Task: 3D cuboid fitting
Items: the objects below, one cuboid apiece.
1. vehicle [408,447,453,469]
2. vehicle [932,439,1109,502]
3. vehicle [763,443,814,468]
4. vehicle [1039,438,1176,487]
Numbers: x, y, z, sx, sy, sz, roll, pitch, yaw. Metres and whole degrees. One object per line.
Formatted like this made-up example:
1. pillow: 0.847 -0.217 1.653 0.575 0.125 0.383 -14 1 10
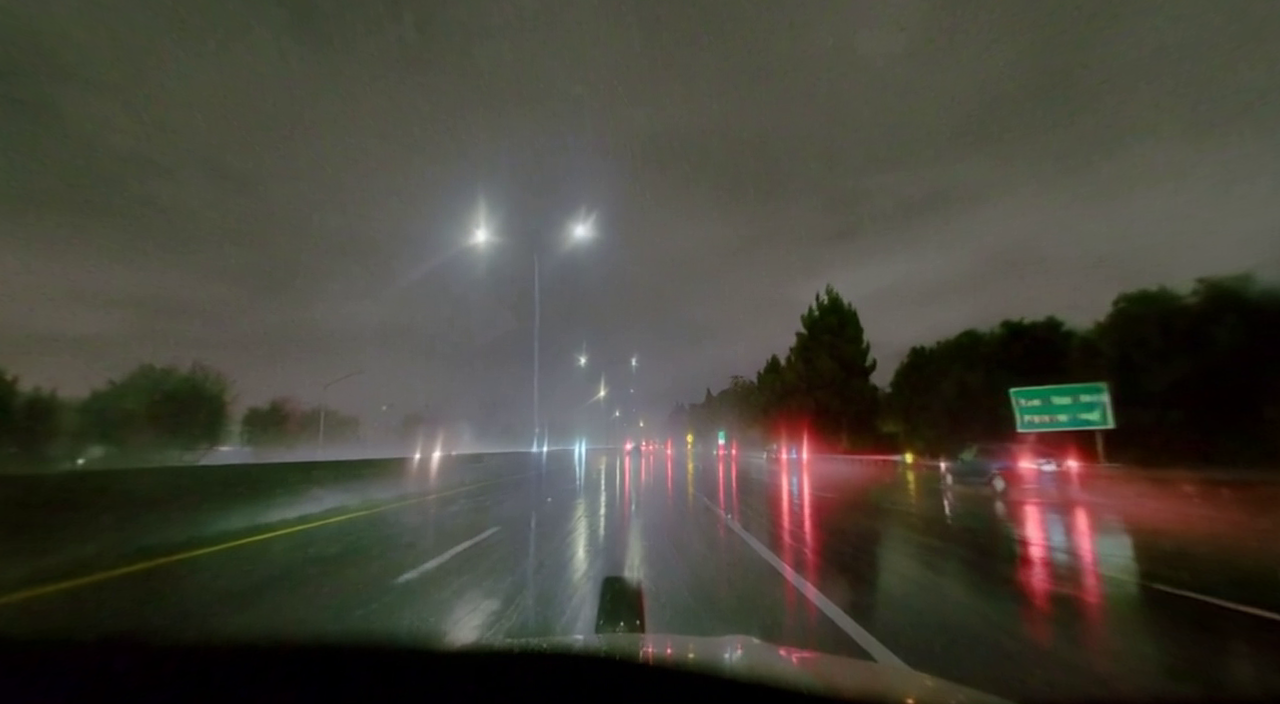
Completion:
1. vehicle: -14.800 7.519 44.839 1.895 1.444 3.835 0 -9 0
2. vehicle: 10.526 3.296 18.071 1.962 1.536 4.945 1 -9 -1
3. vehicle: 9.641 6.750 41.309 2.075 1.496 4.573 1 -9 -2
4. vehicle: 15.793 3.729 21.571 2.354 1.516 3.035 0 -8 3
